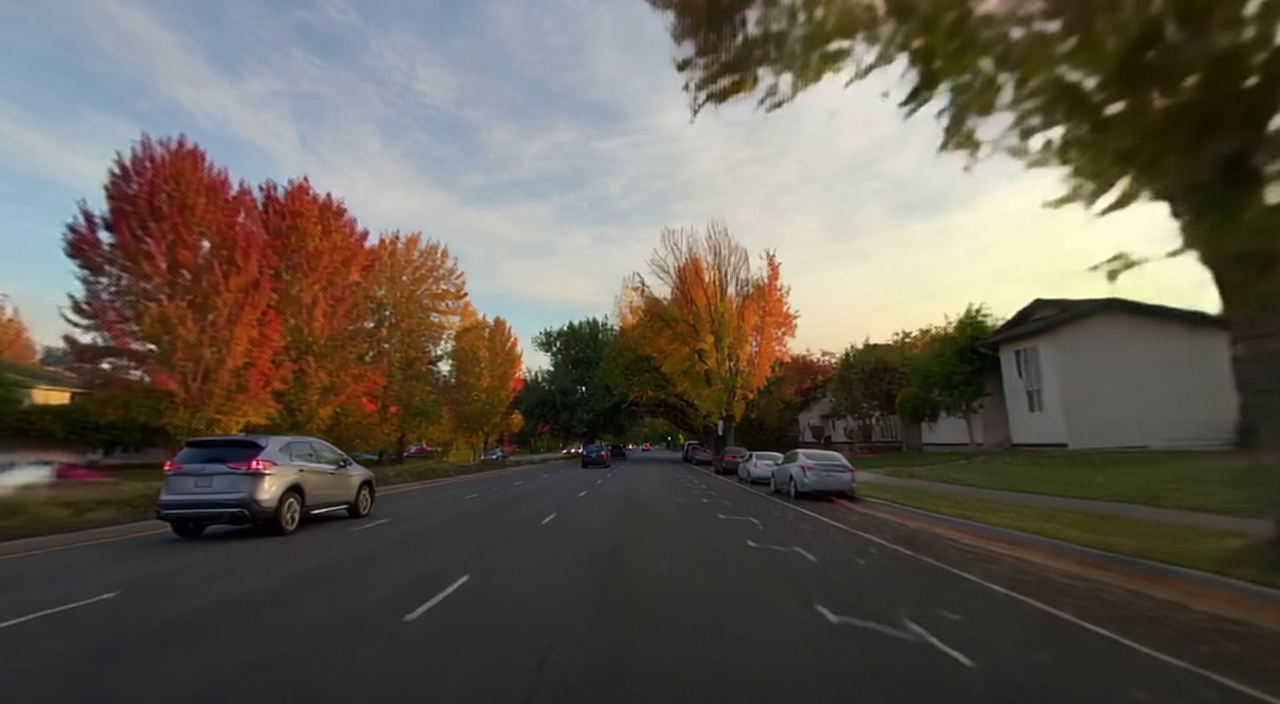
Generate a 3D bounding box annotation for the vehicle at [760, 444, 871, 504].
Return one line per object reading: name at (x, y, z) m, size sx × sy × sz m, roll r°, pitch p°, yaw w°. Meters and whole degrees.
vehicle at (4.969, 3.514, 18.596) m, size 1.952 × 1.505 × 4.713 m, roll 0°, pitch -9°, yaw 0°

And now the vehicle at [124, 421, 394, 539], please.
vehicle at (-6.496, 2.237, 11.557) m, size 2.034 × 1.711 × 4.512 m, roll 0°, pitch -9°, yaw 1°
